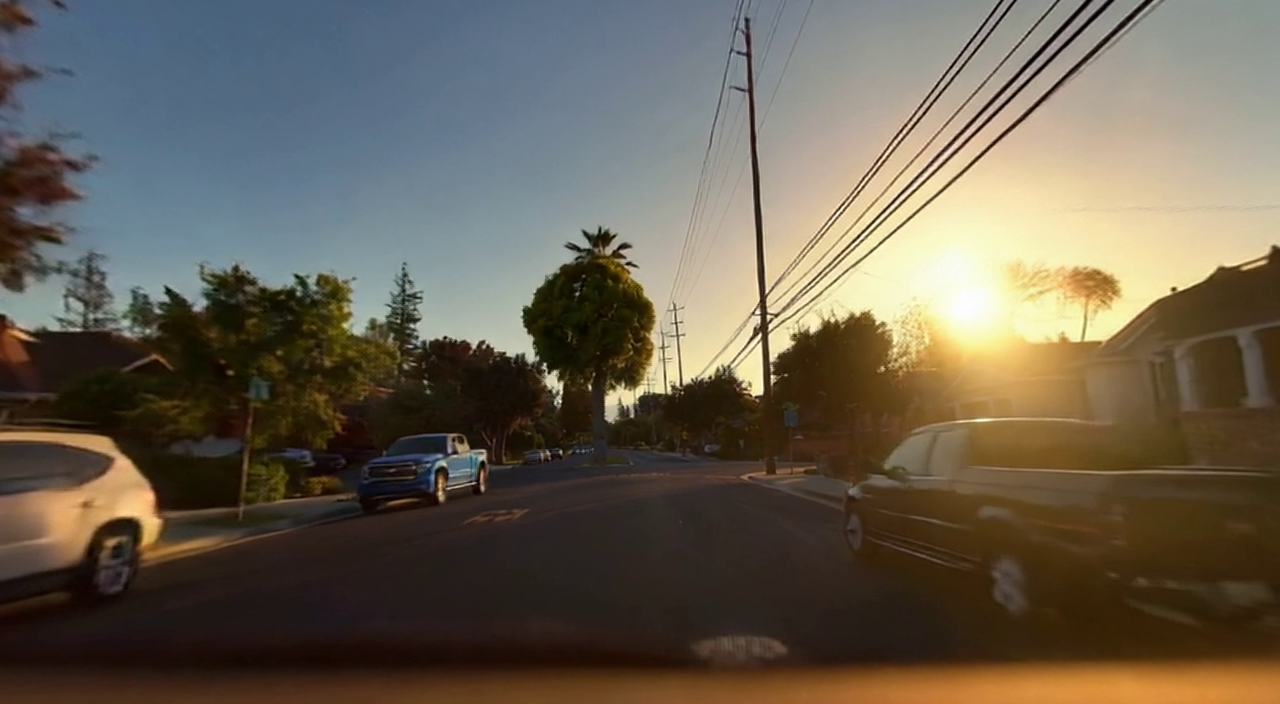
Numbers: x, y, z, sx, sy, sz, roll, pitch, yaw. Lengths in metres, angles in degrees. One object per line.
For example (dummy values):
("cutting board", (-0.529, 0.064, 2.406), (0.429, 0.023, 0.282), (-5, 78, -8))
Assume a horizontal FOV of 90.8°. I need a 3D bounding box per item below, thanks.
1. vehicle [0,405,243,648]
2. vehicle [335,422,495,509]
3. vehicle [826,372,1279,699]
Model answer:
("vehicle", (-5.821, 1.337, 4.976), (2.226, 1.768, 4.780), (0, -9, 0))
("vehicle", (-6.084, 3.177, 18.211), (2.455, 2.045, 6.171), (0, -9, -2))
("vehicle", (3.552, 1.322, 5.769), (2.167, 1.746, 4.541), (0, -9, -2))
